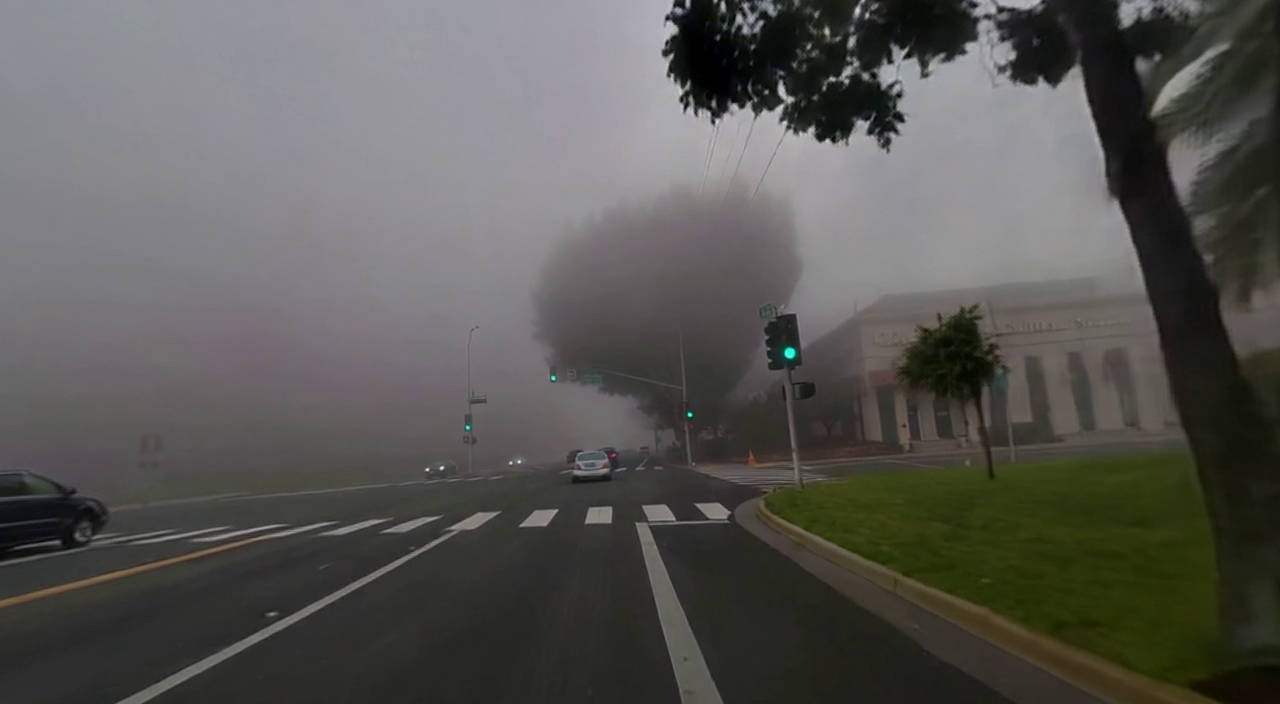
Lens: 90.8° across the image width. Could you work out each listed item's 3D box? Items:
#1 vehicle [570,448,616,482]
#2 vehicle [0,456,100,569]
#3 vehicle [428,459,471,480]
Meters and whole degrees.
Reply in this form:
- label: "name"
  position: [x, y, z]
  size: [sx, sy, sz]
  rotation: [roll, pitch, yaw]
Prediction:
- label: "vehicle"
  position: [-2.219, 5.452, 30.814]
  size: [2.063, 1.474, 4.334]
  rotation: [0, -9, -2]
- label: "vehicle"
  position: [-11.545, 2.579, 9.887]
  size: [2.050, 1.811, 4.752]
  rotation: [0, -9, -2]
- label: "vehicle"
  position: [-14.937, 9.177, 49.680]
  size: [1.997, 1.480, 4.715]
  rotation: [0, -9, -1]
